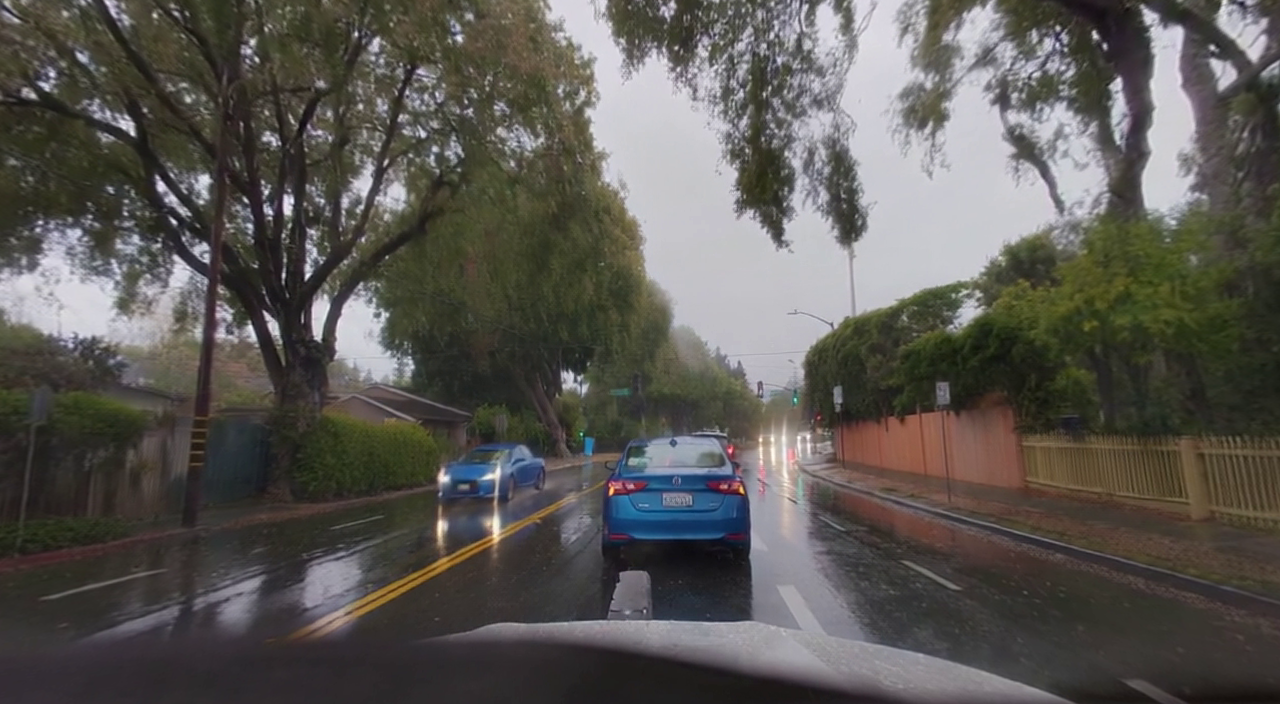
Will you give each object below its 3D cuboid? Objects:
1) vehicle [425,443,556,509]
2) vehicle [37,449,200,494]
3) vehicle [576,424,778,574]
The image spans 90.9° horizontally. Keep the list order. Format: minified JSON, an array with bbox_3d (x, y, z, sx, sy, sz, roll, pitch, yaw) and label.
[{"bbox_3d":[-3.734,3.159,16.678,1.956,1.488,4.560,-1,-8,6],"label":"vehicle"},{"bbox_3d":[-18.131,4.117,22.019,4.069,1.445,2.063,-1,-9,8],"label":"vehicle"},{"bbox_3d":[0.427,1.802,8.528,2.070,1.516,3.936,0,-8,1],"label":"vehicle"}]
